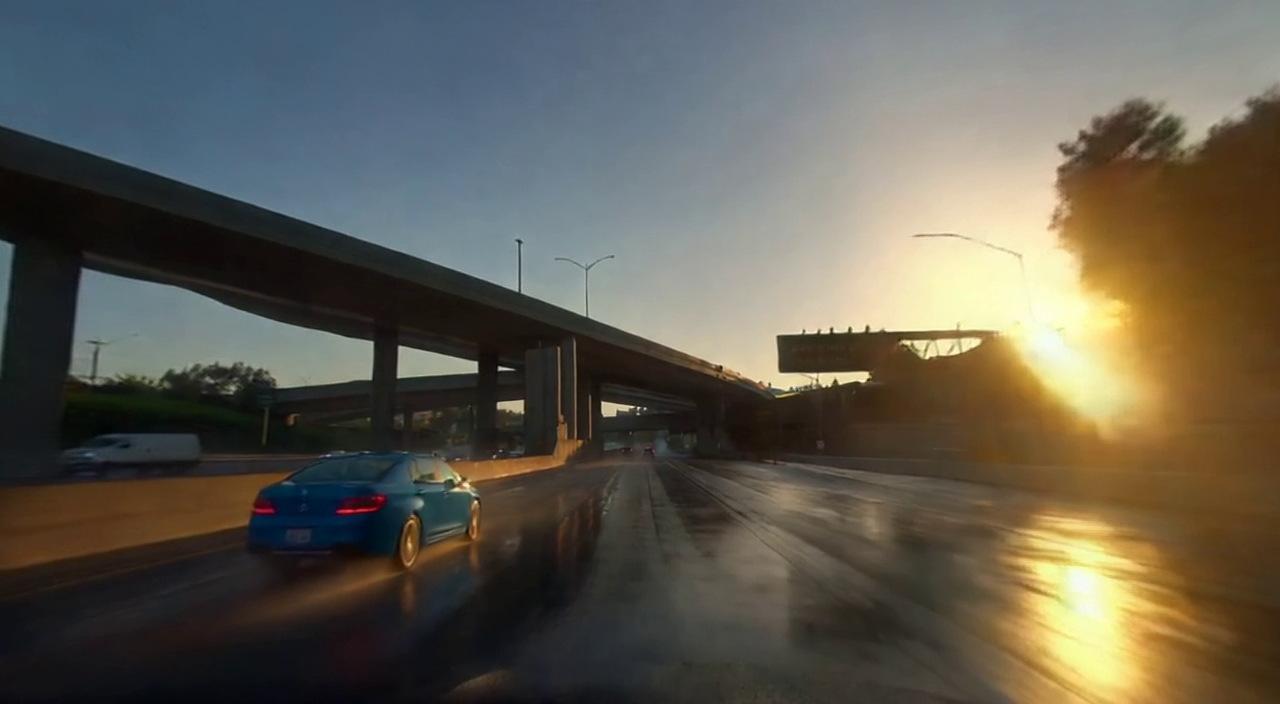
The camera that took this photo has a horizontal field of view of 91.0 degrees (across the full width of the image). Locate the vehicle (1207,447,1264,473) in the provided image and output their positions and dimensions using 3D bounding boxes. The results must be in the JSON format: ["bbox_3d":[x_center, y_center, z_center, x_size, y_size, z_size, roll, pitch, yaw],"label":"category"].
[{"bbox_3d":[39.487,7.128,41.719,4.125,1.623,2.090,8,-11,-39],"label":"vehicle"}]

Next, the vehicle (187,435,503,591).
[{"bbox_3d":[-3.322,1.880,8.228,2.044,1.478,4.114,0,-9,1],"label":"vehicle"}]

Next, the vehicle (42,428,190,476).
[{"bbox_3d":[-33.648,6.467,40.979,3.061,2.821,7.422,0,-9,1],"label":"vehicle"}]
